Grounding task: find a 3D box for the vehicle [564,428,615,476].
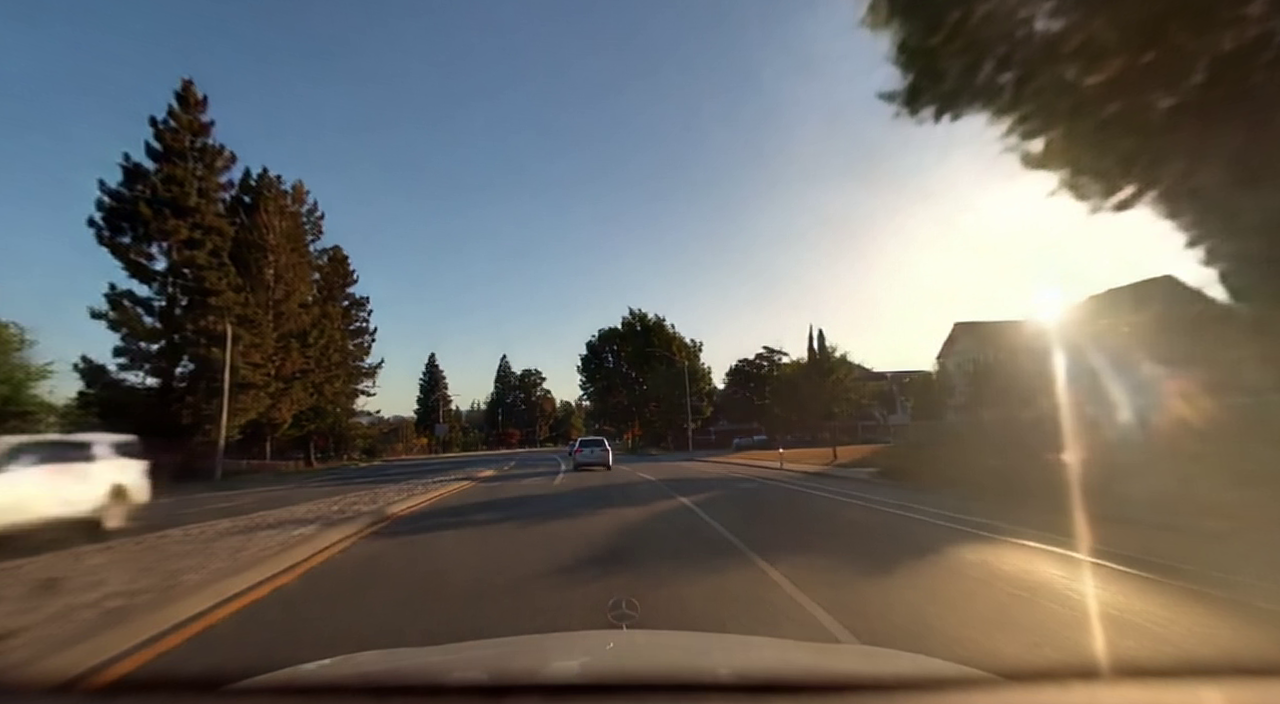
[{"bbox_3d":[-2.391,4.582,28.892,2.072,2.002,4.391,1,-8,-8],"label":"vehicle"}]
